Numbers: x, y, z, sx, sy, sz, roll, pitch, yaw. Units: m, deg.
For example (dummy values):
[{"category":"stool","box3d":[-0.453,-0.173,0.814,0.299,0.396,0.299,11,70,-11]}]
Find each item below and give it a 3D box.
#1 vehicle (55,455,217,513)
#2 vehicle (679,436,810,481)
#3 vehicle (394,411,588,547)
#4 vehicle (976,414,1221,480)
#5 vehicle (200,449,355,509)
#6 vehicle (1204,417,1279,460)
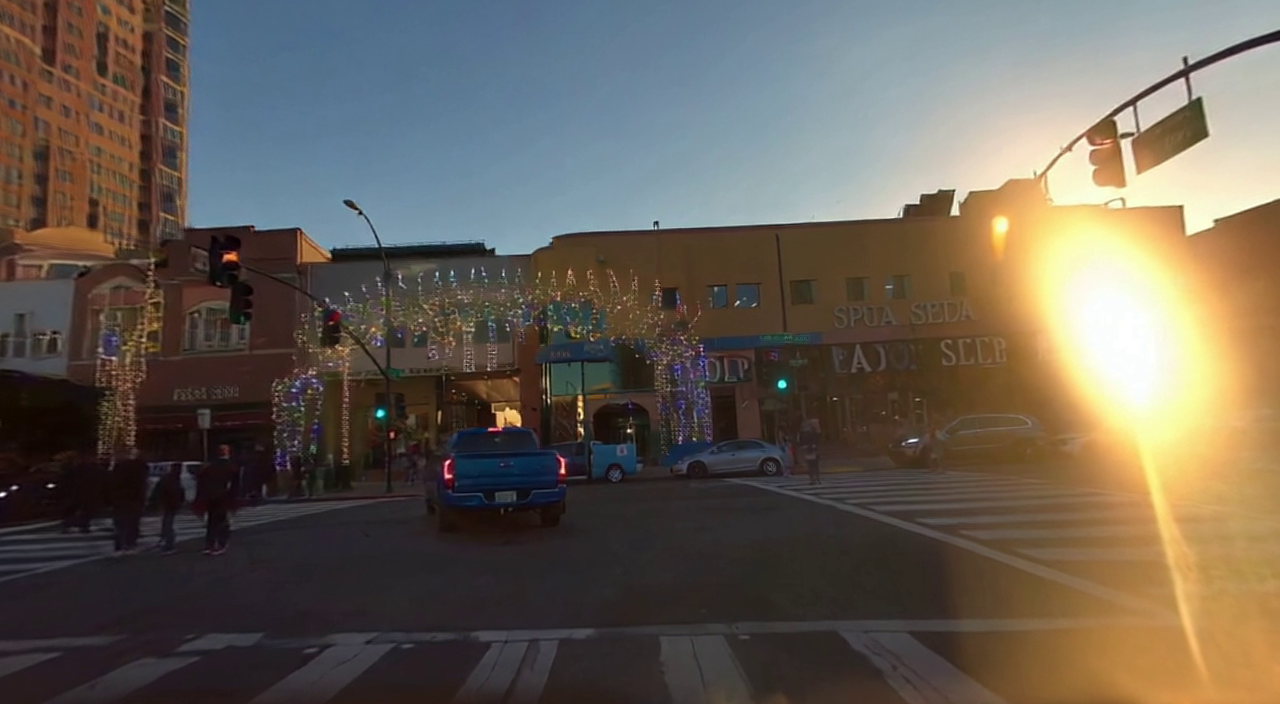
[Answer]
[{"category":"vehicle","box3d":[-19.259,5.037,24.253,4.398,2.057,1.959,0,-8,-2]},{"category":"vehicle","box3d":[3.724,3.898,23.182,4.515,1.583,1.920,0,-8,2]},{"category":"vehicle","box3d":[-3.232,2.346,12.522,2.477,2.020,5.534,4,-9,-26]},{"category":"vehicle","box3d":[11.172,2.344,15.600,4.600,1.506,1.878,0,-8,-2]},{"category":"vehicle","box3d":[-13.871,4.869,24.340,4.799,1.909,2.011,-3,-7,2]},{"category":"vehicle","box3d":[25.306,3.460,25.167,3.662,1.666,1.937,0,-8,-1]}]
